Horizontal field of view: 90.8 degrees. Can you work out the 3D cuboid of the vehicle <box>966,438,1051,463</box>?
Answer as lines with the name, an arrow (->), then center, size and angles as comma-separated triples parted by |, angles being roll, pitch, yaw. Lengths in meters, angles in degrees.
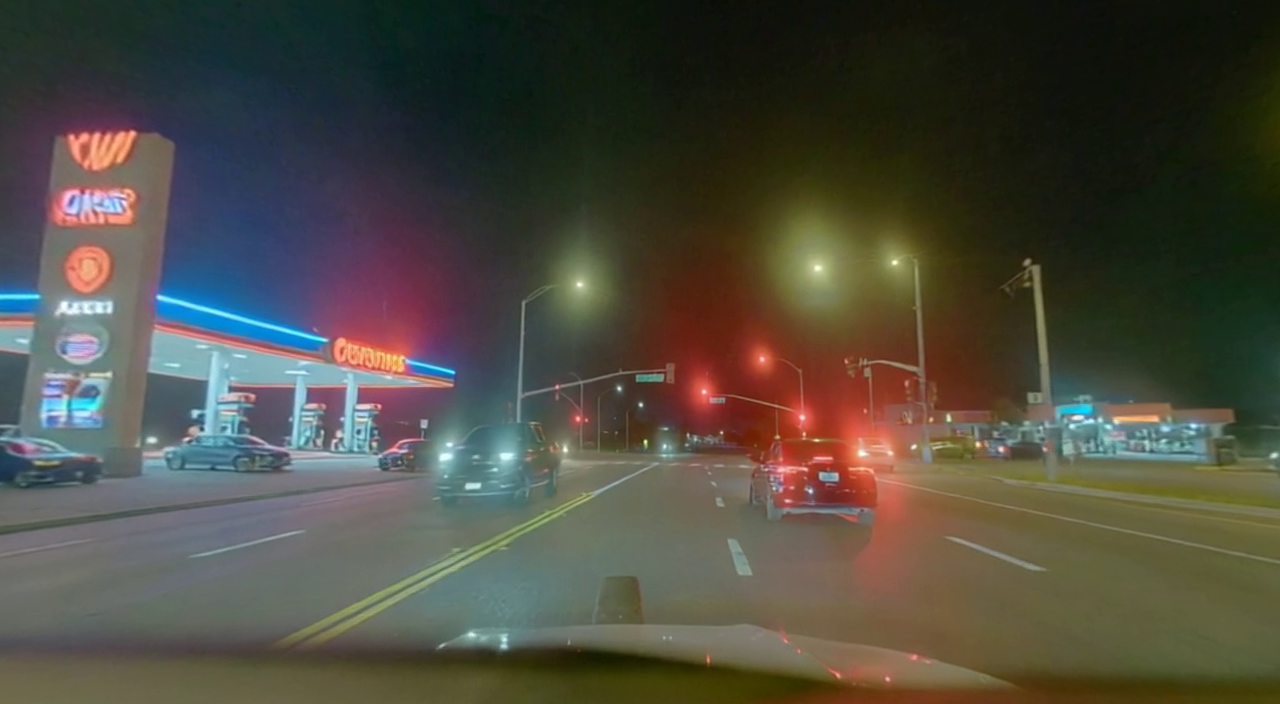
vehicle -> 23.342, 6.266, 40.205 | 4.510, 1.483, 1.774 | -5, -10, 28

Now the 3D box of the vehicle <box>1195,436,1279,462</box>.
vehicle -> 40.209, 6.416, 41.907 | 4.568, 1.643, 1.911 | -3, -9, 19

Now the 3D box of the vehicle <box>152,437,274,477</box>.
vehicle -> -17.894, 4.377, 26.485 | 4.610, 1.515, 2.112 | -5, -10, 26

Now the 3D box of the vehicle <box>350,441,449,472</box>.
vehicle -> -12.707, 5.514, 33.634 | 1.854, 1.501, 4.561 | -8, -11, 40

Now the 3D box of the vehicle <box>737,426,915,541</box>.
vehicle -> 2.843, 2.103, 10.756 | 1.995, 1.525, 4.392 | -1, -9, 5

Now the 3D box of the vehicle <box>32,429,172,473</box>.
vehicle -> -24.466, 4.505, 28.774 | 4.975, 1.863, 2.443 | -3, -9, 18

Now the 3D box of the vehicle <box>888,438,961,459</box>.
vehicle -> 21.431, 7.308, 47.666 | 4.681, 1.495, 2.096 | -6, -10, 32

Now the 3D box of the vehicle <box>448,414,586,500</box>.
vehicle -> -3.074, 2.812, 17.176 | 2.334, 1.966, 5.056 | -1, -9, 5
